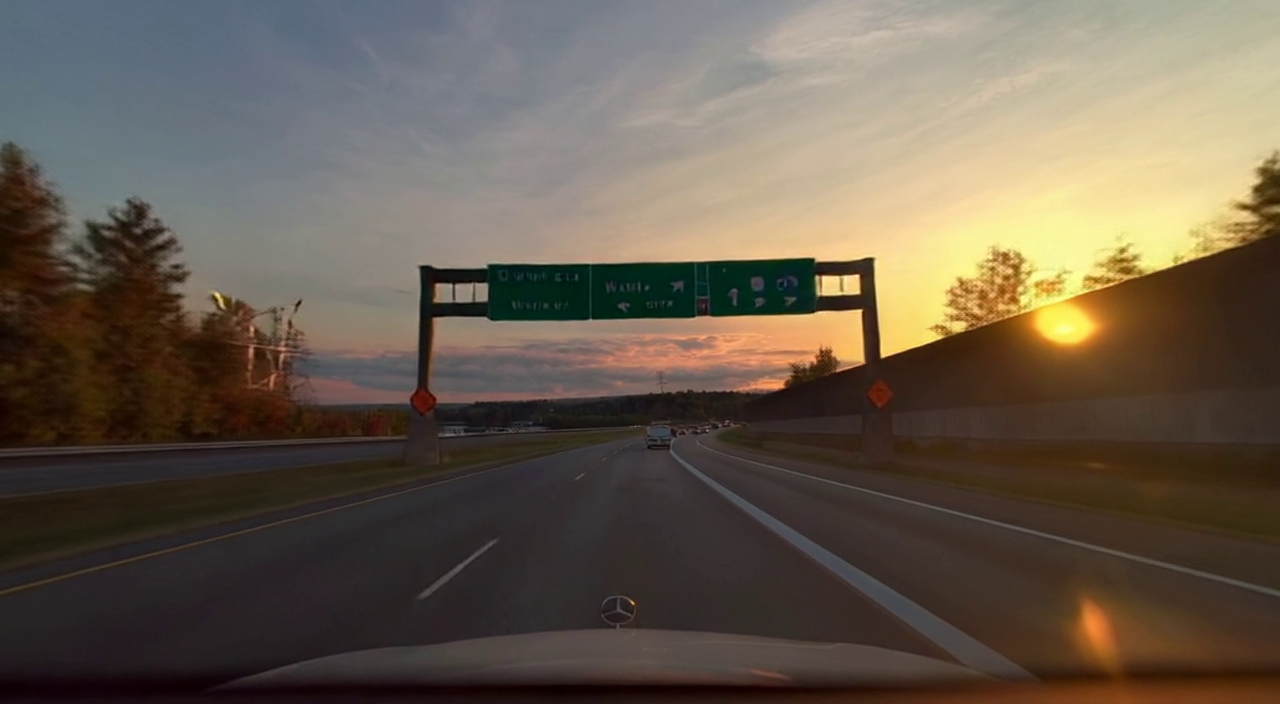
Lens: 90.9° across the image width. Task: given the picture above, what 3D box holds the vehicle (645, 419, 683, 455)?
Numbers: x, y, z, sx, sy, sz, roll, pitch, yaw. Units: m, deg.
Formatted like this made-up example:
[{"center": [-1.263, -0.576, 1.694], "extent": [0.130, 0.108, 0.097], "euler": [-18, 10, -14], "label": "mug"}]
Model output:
[{"center": [1.639, 5.893, 43.643], "extent": [2.450, 2.314, 4.753], "euler": [0, -8, 2], "label": "vehicle"}]
